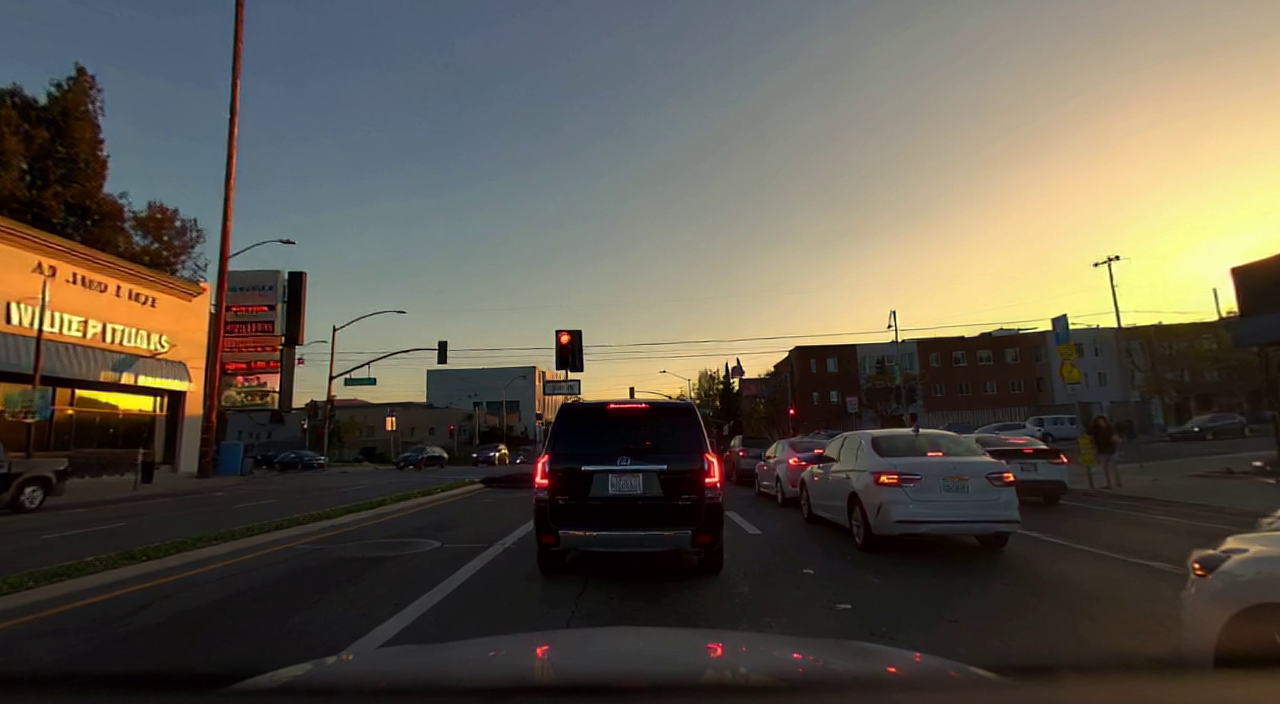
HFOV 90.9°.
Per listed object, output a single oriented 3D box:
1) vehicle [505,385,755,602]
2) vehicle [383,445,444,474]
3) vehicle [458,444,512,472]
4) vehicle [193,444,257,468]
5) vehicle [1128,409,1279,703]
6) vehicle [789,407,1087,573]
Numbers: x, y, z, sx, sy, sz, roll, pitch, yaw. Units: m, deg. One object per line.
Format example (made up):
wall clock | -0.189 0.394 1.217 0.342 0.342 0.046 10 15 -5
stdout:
vehicle | -0.001 1.534 7.683 2.154 1.861 4.280 0 -8 3
vehicle | -14.596 6.948 40.957 2.102 1.737 4.570 0 -8 2
vehicle | -11.030 7.581 45.448 2.224 1.840 5.290 -1 -8 4
vehicle | -27.447 6.870 41.855 1.693 1.563 3.716 0 -8 0
vehicle | 3.365 0.730 0.810 1.884 1.484 4.609 0 -8 2
vehicle | 3.618 1.759 8.796 2.036 1.719 4.318 0 -8 0
